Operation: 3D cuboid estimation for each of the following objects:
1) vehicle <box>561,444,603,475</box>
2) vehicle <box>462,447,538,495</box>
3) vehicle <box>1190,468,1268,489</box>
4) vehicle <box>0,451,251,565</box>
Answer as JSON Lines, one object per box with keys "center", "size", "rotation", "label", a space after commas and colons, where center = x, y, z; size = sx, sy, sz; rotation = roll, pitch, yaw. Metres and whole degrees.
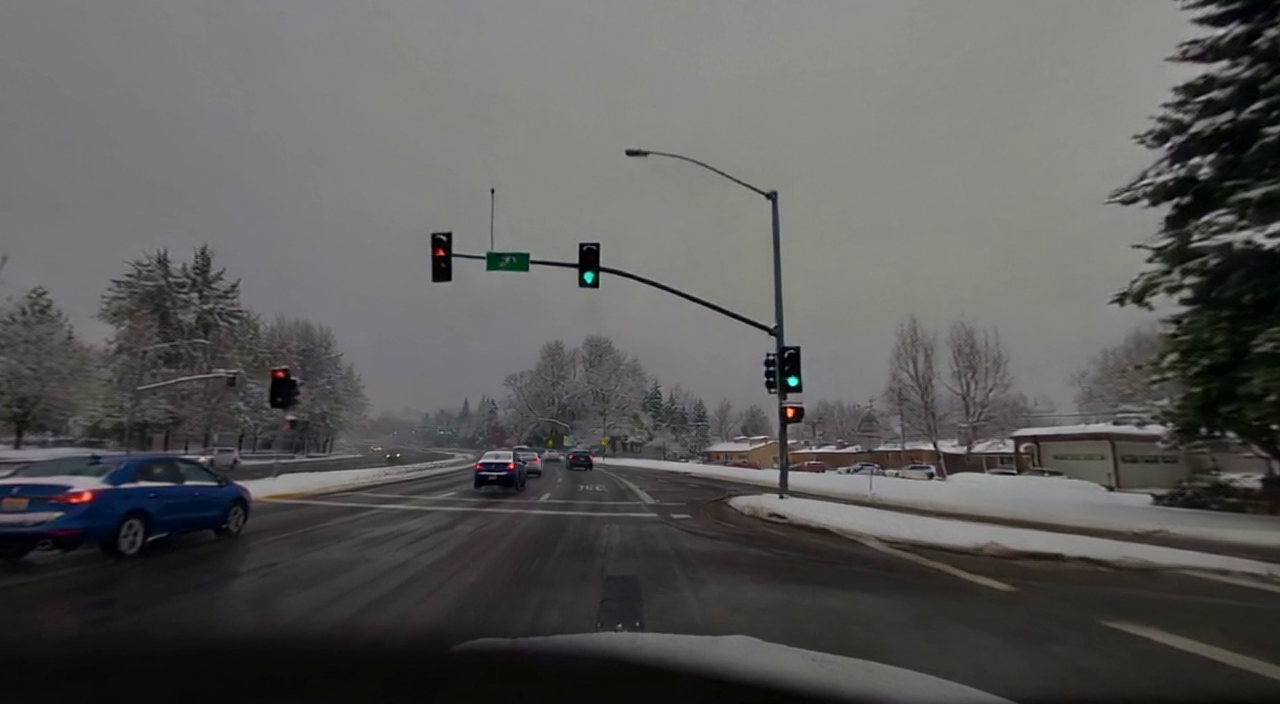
{"center": [-4.068, 7.345, 43.587], "size": [2.526, 1.982, 5.294], "rotation": [1, -9, -9], "label": "vehicle"}
{"center": [-5.150, 4.407, 23.865], "size": [2.098, 1.613, 4.606], "rotation": [0, -8, -4], "label": "vehicle"}
{"center": [45.513, 9.735, 48.832], "size": [4.468, 1.458, 1.757], "rotation": [1, -8, -5], "label": "vehicle"}
{"center": [-8.506, 2.349, 10.286], "size": [1.889, 1.429, 4.029], "rotation": [0, -8, -2], "label": "vehicle"}
